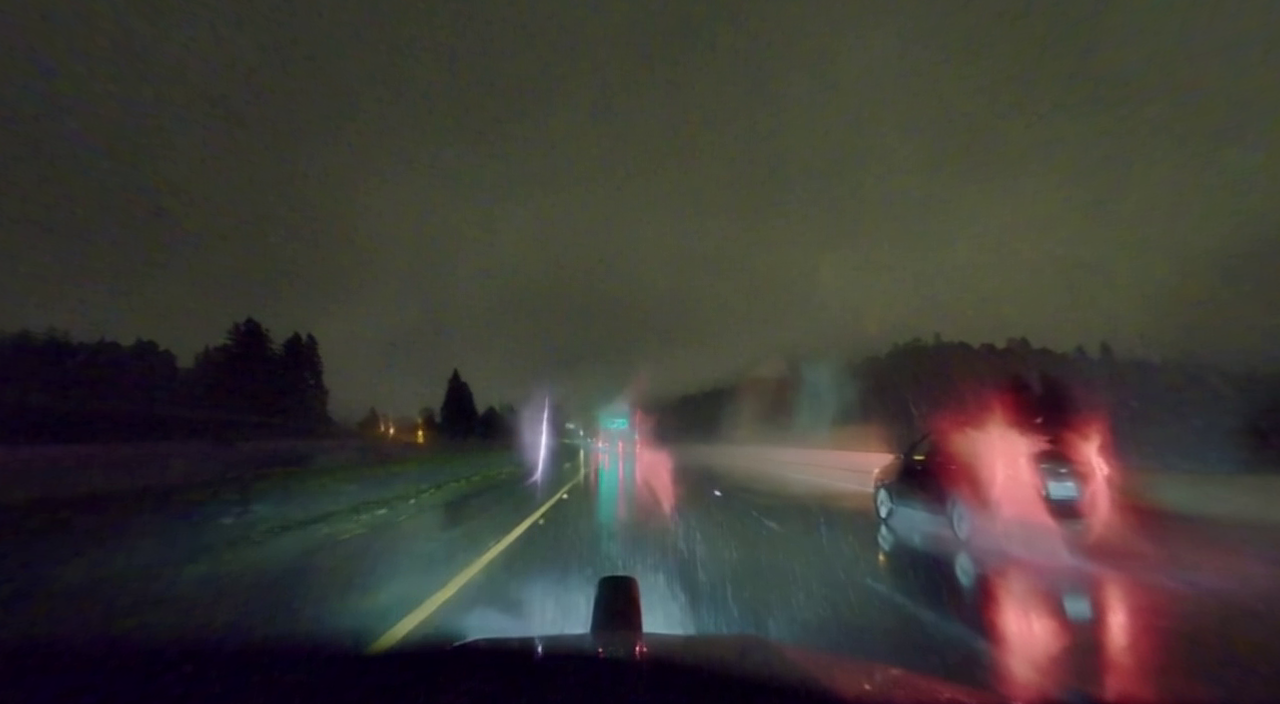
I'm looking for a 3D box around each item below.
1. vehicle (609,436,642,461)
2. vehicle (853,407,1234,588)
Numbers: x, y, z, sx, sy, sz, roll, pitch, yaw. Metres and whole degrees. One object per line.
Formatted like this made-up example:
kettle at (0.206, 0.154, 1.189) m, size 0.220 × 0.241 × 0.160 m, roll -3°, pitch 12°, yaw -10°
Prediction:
vehicle at (-0.963, 6.141, 40.203) m, size 1.998 × 1.512 × 3.735 m, roll 0°, pitch -8°, yaw -3°
vehicle at (4.055, 1.481, 7.202) m, size 1.852 × 1.513 × 3.652 m, roll 0°, pitch -8°, yaw -1°
